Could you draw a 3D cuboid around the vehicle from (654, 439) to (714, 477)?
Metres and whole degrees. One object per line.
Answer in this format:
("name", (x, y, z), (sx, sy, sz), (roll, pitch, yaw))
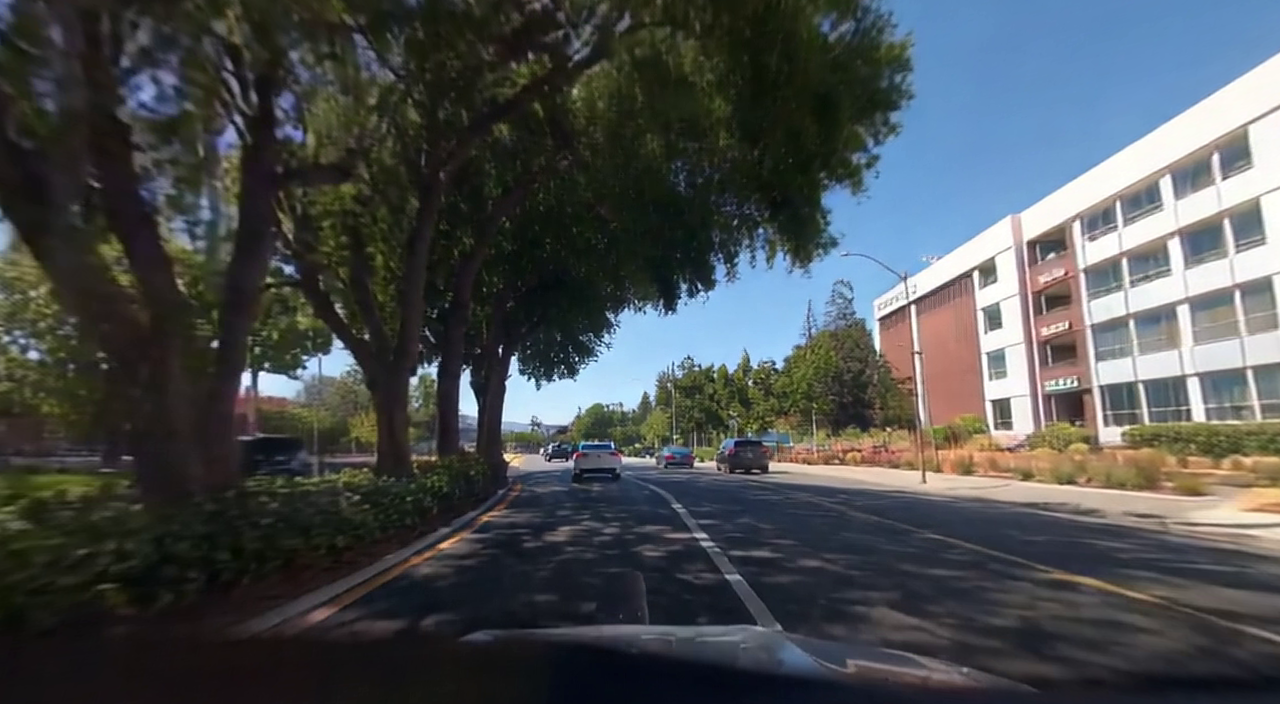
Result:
("vehicle", (1.810, 4.560, 27.352), (1.993, 1.477, 4.240), (0, -9, -4))

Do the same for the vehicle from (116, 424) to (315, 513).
("vehicle", (-10.335, 2.860, 15.948), (2.166, 1.867, 4.459), (0, -9, -5))

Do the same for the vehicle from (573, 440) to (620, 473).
("vehicle", (-2.113, 4.991, 30.310), (2.101, 1.444, 4.248), (0, -9, -5))

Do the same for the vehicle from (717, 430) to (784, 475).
("vehicle", (5.242, 4.892, 30.757), (2.052, 1.990, 4.736), (0, -9, -5))
